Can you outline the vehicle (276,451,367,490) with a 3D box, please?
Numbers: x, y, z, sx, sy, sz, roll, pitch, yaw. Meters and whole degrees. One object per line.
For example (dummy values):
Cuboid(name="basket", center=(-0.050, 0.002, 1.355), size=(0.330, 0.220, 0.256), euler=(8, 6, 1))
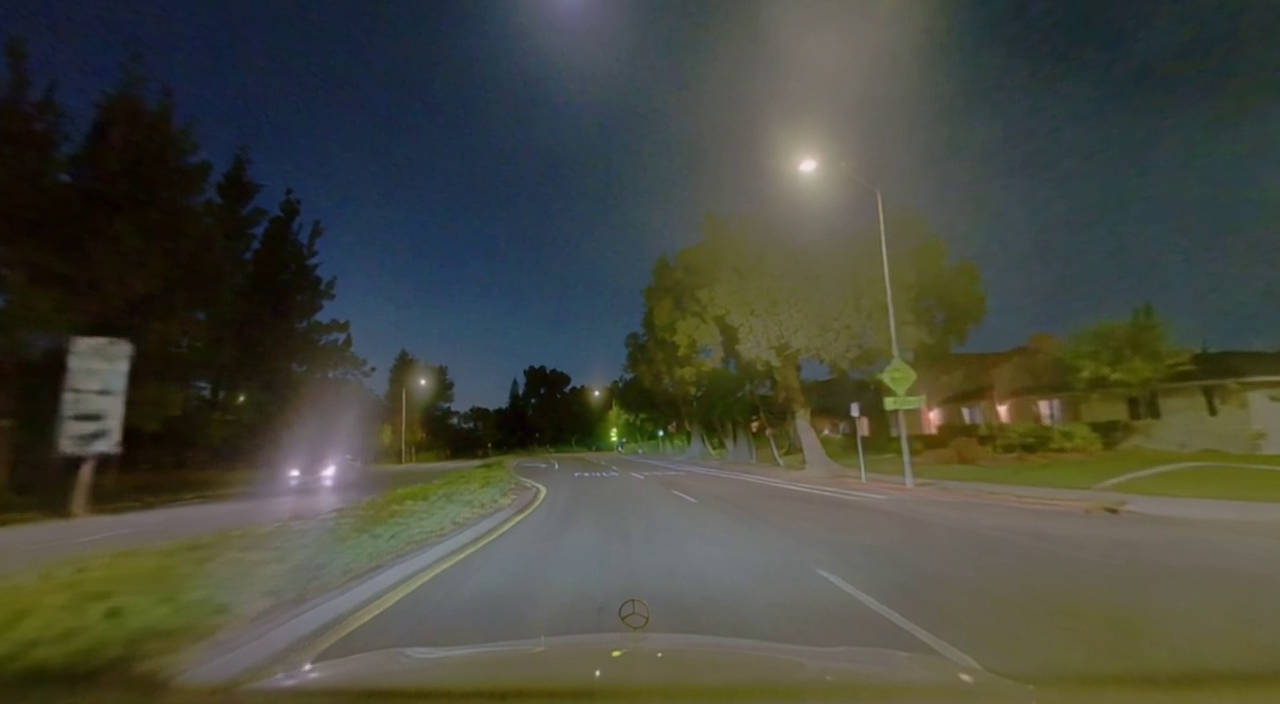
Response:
Cuboid(name="vehicle", center=(-13.733, 5.110, 27.537), size=(1.965, 1.492, 4.498), euler=(0, -8, -5))
